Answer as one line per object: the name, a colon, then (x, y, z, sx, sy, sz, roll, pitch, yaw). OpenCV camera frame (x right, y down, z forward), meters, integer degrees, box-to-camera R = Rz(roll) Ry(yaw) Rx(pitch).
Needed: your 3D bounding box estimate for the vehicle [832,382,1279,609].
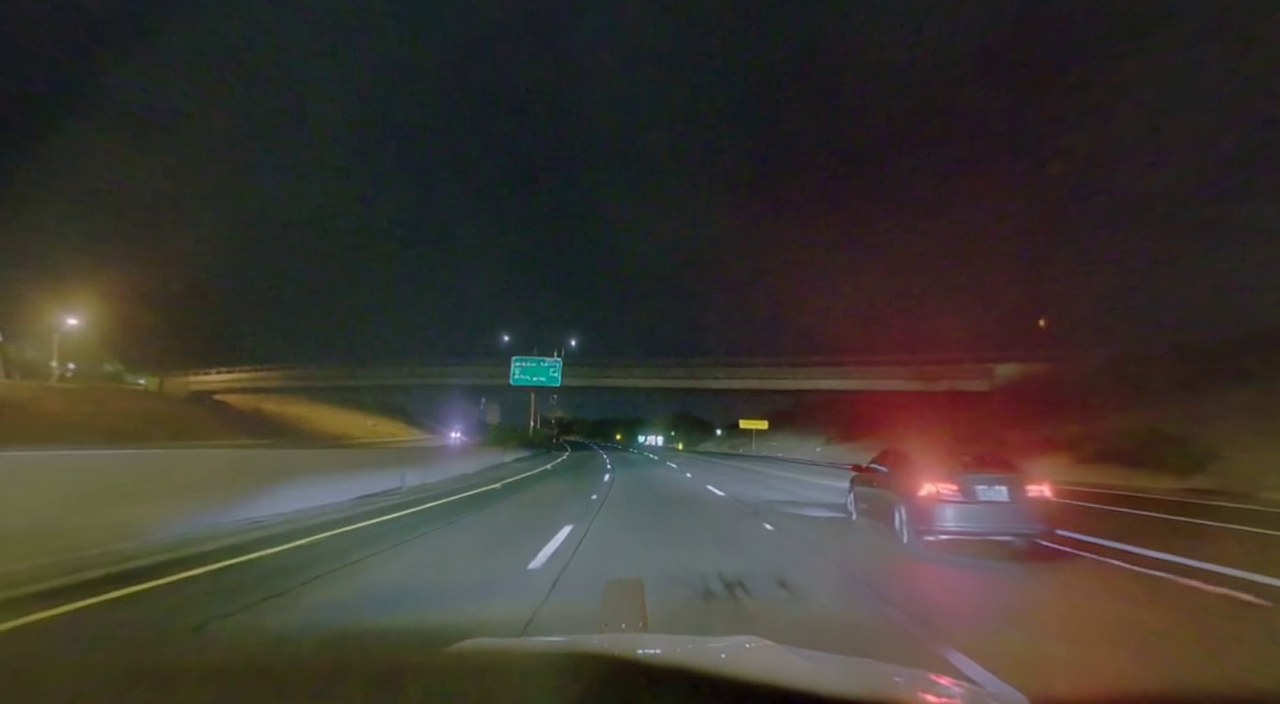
vehicle: (3.979, 1.434, 7.228, 2.039, 1.701, 4.834, 0, -8, 0)
